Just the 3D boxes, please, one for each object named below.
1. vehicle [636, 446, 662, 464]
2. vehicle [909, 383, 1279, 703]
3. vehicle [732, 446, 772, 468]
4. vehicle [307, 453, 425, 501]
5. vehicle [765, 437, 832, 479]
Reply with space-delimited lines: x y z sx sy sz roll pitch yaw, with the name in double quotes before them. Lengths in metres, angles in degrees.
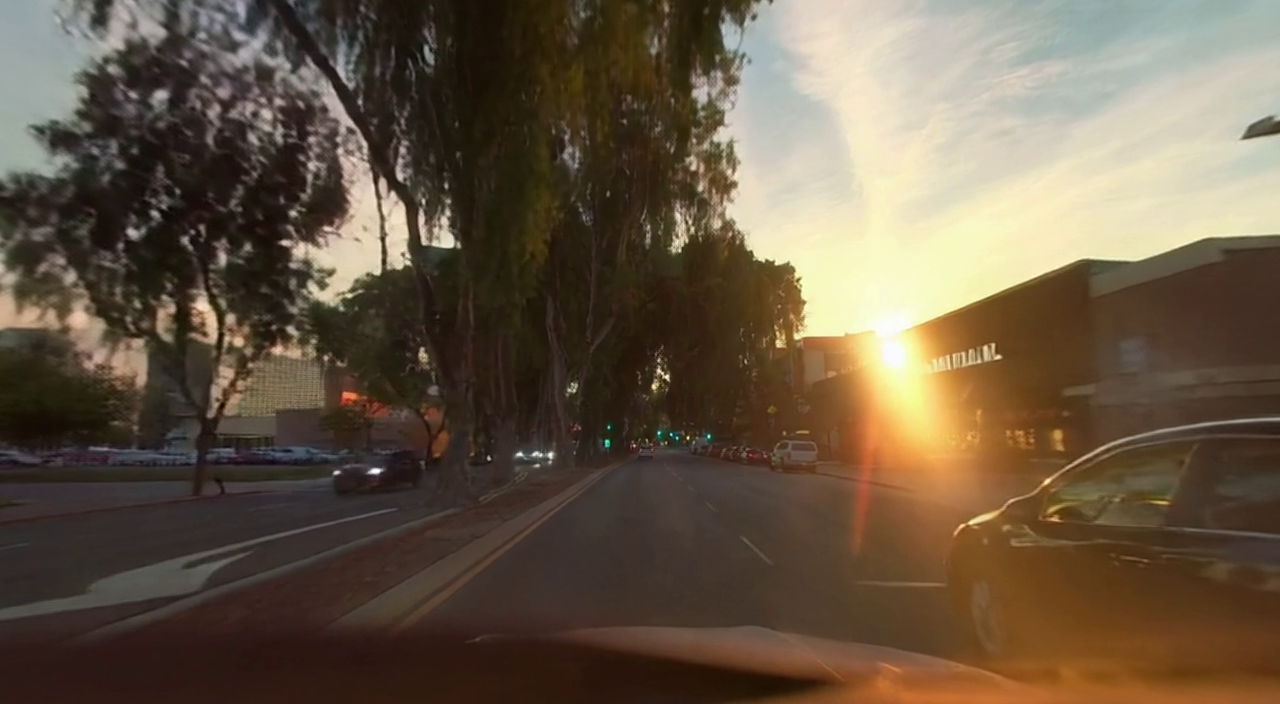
"vehicle" 0.660 7.833 48.057 1.945 1.343 3.827 0 -8 0
"vehicle" 2.887 0.914 2.332 1.989 1.498 4.050 0 -8 0
"vehicle" 7.602 7.135 43.090 1.874 1.438 4.466 0 -8 -1
"vehicle" -8.395 3.838 19.803 1.748 1.278 4.300 0 -8 0
"vehicle" 7.544 5.068 30.431 2.050 1.838 4.535 0 -8 0
